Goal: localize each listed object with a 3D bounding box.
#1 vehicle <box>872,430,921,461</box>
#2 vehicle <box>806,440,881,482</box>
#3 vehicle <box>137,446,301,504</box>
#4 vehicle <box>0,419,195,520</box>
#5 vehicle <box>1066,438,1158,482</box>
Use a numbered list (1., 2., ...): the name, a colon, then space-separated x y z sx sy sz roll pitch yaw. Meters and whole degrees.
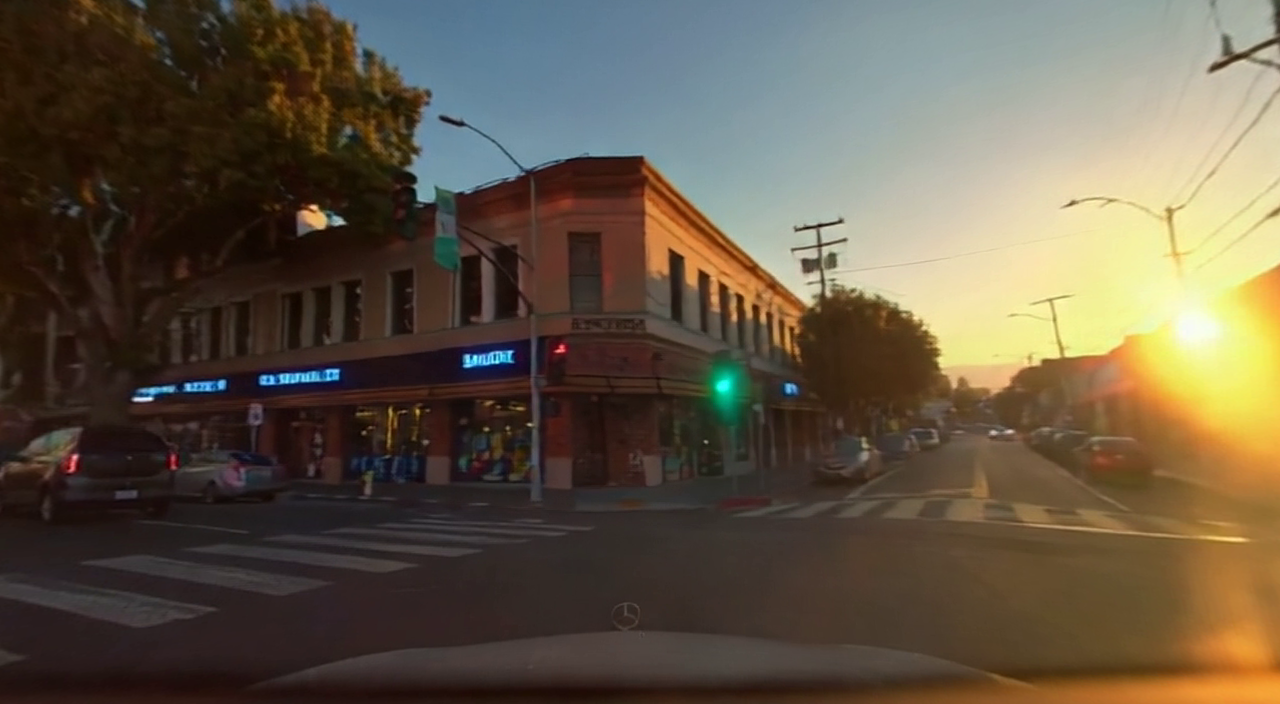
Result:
1. vehicle: 17.958 6.589 44.080 2.510 1.859 5.449 -5 -12 27
2. vehicle: 8.739 4.575 26.903 2.179 1.596 4.286 -5 -9 29
3. vehicle: -12.838 3.658 19.242 4.703 1.550 2.059 -5 -9 28
4. vehicle: -12.508 2.548 14.201 4.611 1.882 2.440 -6 -10 33
5. vehicle: 17.975 4.104 24.291 2.062 1.526 3.989 -4 -9 26
